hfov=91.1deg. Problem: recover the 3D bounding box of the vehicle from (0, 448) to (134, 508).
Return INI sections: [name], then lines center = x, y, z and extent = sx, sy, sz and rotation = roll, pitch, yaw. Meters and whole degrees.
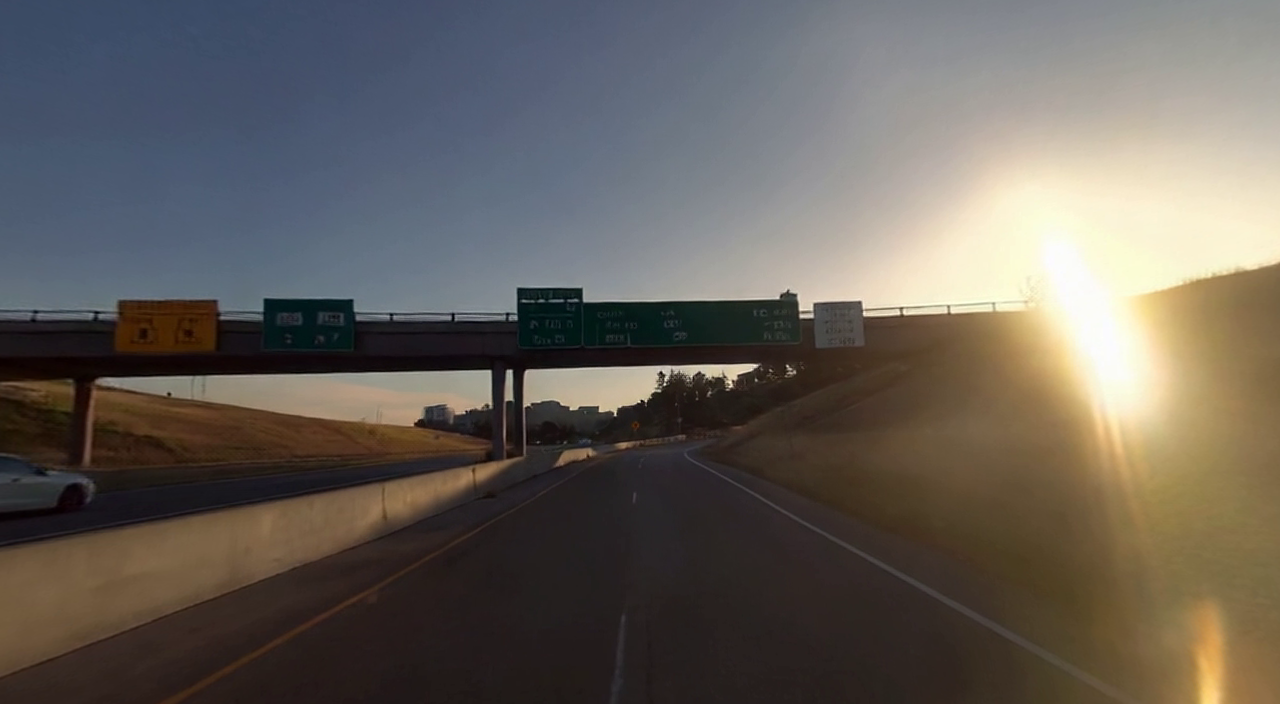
[vehicle]
center = -18.202, 3.724, 19.028
extent = 1.880, 1.509, 4.775
rotation = 0, -8, -1
